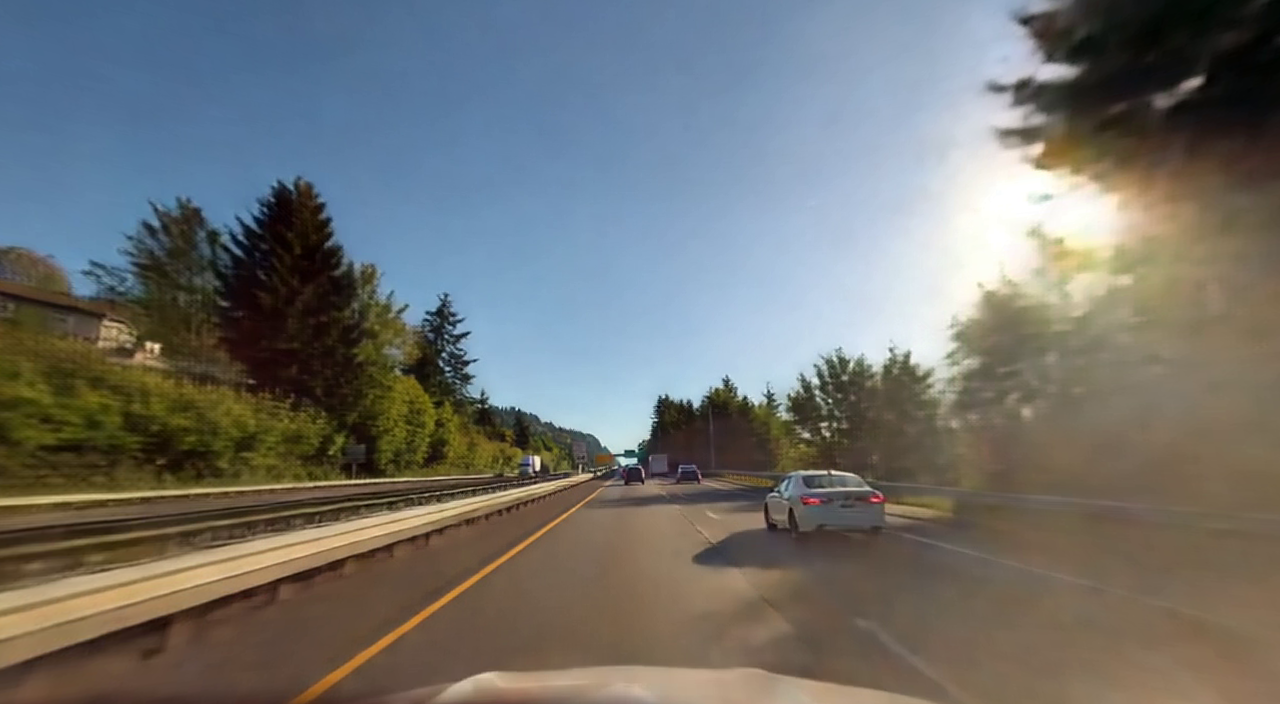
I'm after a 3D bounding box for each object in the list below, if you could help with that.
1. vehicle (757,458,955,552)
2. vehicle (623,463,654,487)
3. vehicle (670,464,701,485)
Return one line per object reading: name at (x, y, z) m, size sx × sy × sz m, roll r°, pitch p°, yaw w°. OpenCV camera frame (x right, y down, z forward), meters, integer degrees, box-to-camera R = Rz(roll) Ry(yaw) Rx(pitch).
vehicle at (3.829, 2.848, 12.321) m, size 2.018 × 1.426 × 4.941 m, roll 1°, pitch -10°, yaw -1°
vehicle at (-0.102, 8.234, 42.134) m, size 1.980 × 1.483 × 3.865 m, roll 1°, pitch -10°, yaw -1°
vehicle at (3.455, 9.341, 48.016) m, size 1.976 × 1.467 × 3.783 m, roll 1°, pitch -10°, yaw -2°
